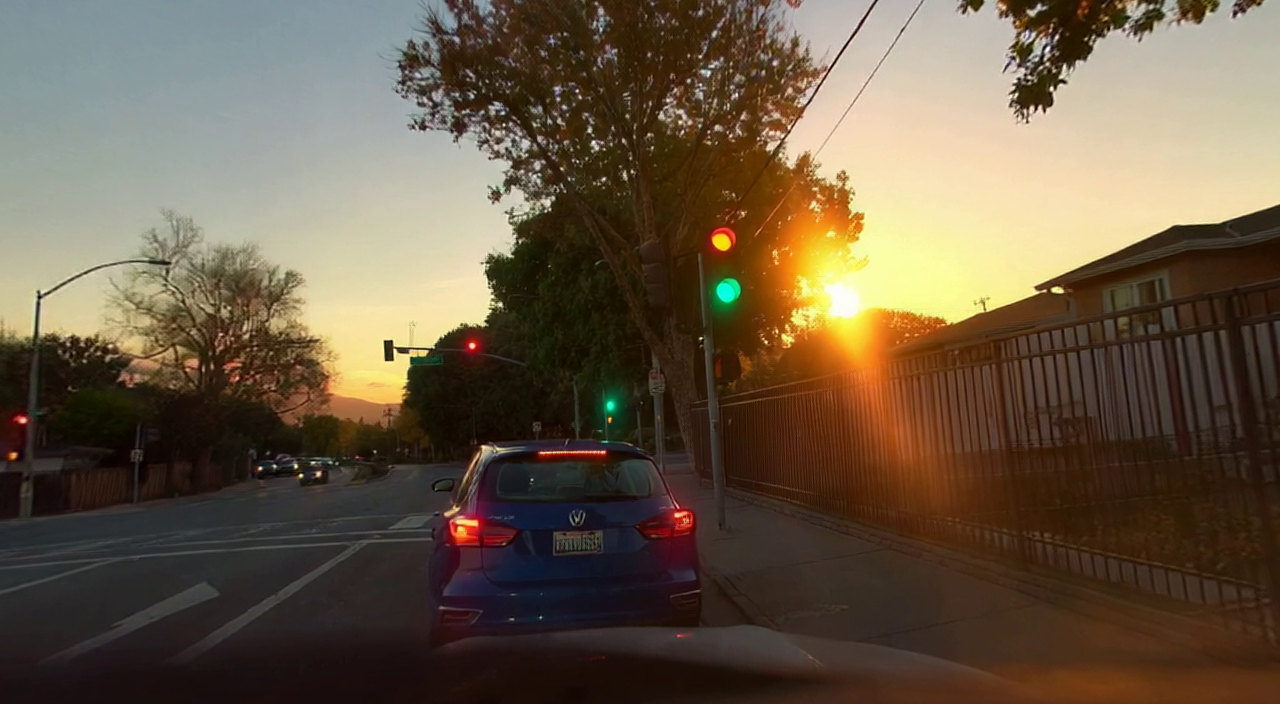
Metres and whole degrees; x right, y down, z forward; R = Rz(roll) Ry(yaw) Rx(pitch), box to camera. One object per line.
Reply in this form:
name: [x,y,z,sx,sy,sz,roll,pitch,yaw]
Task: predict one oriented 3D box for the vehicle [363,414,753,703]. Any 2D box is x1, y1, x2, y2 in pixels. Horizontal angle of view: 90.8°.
vehicle: [-0.680,1.362,5.216,2.024,1.502,3.702,1,-9,-9]
